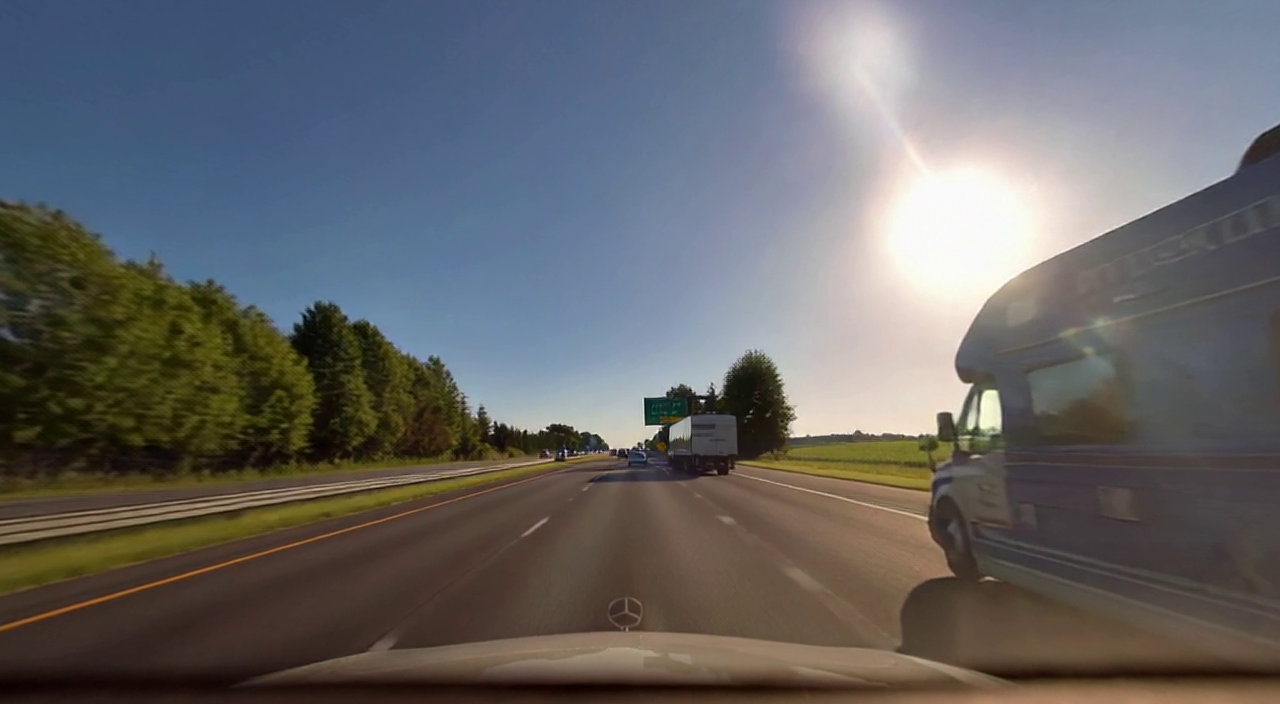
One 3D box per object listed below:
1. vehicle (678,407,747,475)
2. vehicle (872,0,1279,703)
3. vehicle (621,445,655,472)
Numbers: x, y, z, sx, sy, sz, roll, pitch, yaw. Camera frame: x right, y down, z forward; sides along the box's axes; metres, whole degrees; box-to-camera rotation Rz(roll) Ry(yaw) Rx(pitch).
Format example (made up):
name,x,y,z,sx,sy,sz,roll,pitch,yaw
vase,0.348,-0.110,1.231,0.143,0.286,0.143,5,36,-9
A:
name,x,y,z,sx,sy,sz,roll,pitch,yaw
vehicle,4.027,5.328,37.291,2.931,3.530,8.760,0,-9,0
vehicle,3.561,0.080,1.998,2.698,3.001,7.323,0,-9,-1
vehicle,-0.143,7.007,41.742,2.151,1.678,3.923,0,-9,0
